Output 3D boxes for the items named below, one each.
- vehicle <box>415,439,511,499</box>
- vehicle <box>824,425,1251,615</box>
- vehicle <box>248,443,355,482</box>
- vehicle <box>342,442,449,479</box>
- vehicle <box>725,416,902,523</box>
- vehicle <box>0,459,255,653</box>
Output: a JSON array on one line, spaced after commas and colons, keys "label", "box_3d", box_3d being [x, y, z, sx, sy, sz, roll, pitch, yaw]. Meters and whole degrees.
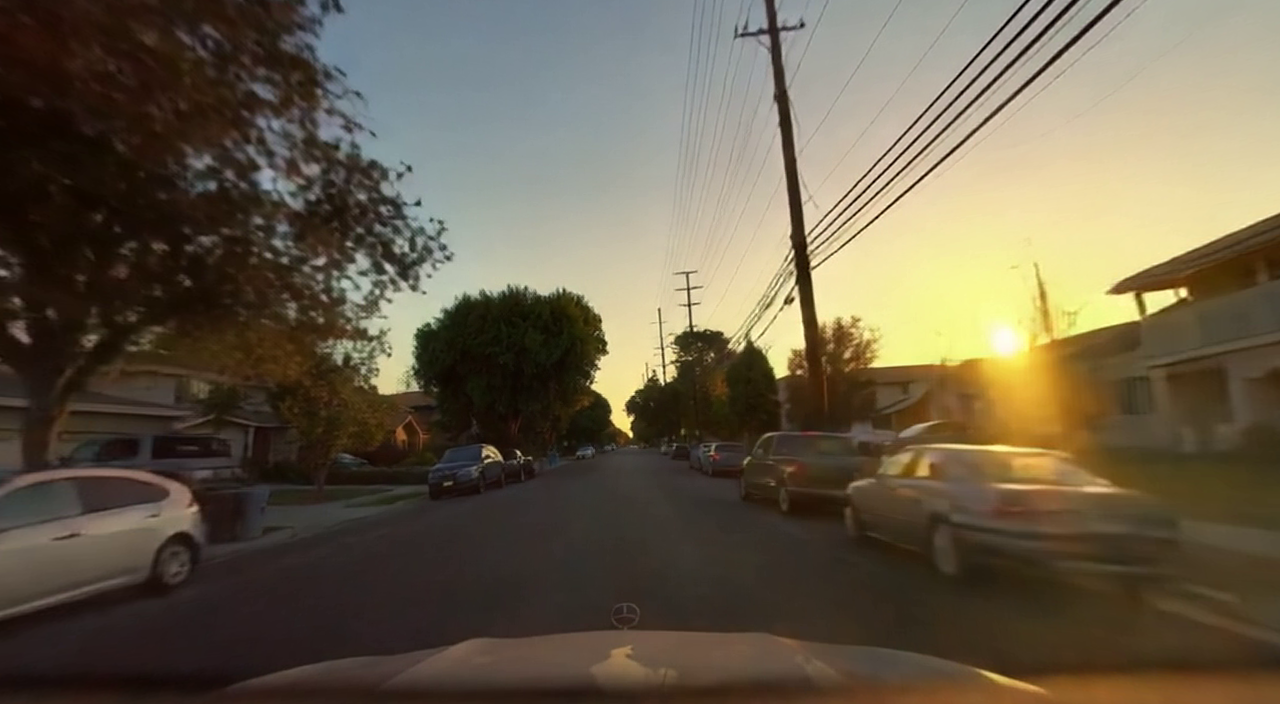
[{"label": "vehicle", "box_3d": [-6.127, 4.093, 22.405, 2.118, 1.753, 4.377, -4, -9, -1]}, {"label": "vehicle", "box_3d": [3.772, 1.645, 7.258, 1.848, 1.436, 4.582, -1, -8, -1]}, {"label": "vehicle", "box_3d": [-19.049, 6.246, 35.797, 4.832, 2.033, 2.045, 0, -8, -6]}, {"label": "vehicle", "box_3d": [-12.900, 5.760, 33.583, 4.729, 1.831, 2.174, -1, -8, 0]}, {"label": "vehicle", "box_3d": [3.364, 2.430, 13.692, 2.122, 1.809, 5.421, 0, -8, -2]}, {"label": "vehicle", "box_3d": [-6.044, 1.725, 5.589, 2.199, 1.439, 4.757, -1, -9, 2]}]
